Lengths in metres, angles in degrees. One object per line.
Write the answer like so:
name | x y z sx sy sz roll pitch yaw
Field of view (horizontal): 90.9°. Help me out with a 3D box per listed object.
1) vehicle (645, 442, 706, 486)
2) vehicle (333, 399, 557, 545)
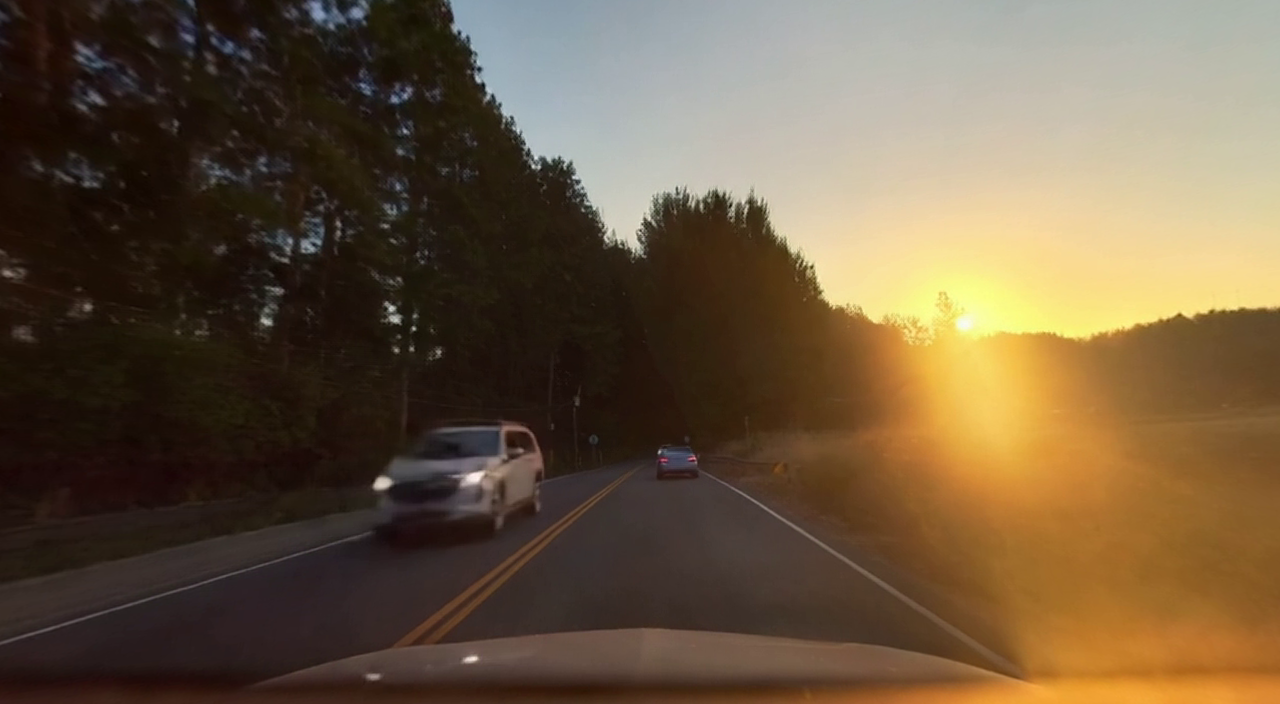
vehicle | 1.389 4.476 25.572 2.274 1.583 4.349 0 -8 2
vehicle | -2.957 1.951 10.835 2.291 1.975 4.308 0 -8 2
